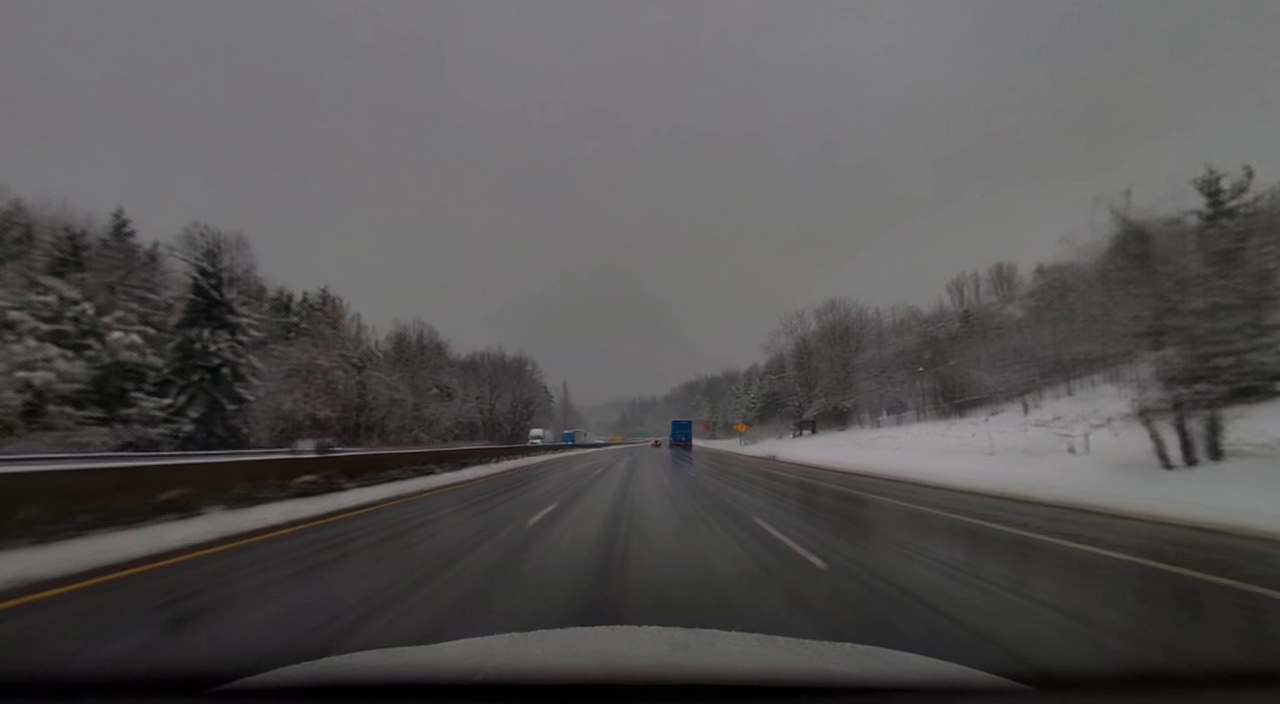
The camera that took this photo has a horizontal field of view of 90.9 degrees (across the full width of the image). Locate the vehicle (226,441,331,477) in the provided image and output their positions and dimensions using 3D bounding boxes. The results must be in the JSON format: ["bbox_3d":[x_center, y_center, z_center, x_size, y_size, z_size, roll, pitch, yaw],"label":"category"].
[{"bbox_3d":[-16.694,4.914,29.400,2.073,1.476,4.777,0,-8,0],"label":"vehicle"}]
